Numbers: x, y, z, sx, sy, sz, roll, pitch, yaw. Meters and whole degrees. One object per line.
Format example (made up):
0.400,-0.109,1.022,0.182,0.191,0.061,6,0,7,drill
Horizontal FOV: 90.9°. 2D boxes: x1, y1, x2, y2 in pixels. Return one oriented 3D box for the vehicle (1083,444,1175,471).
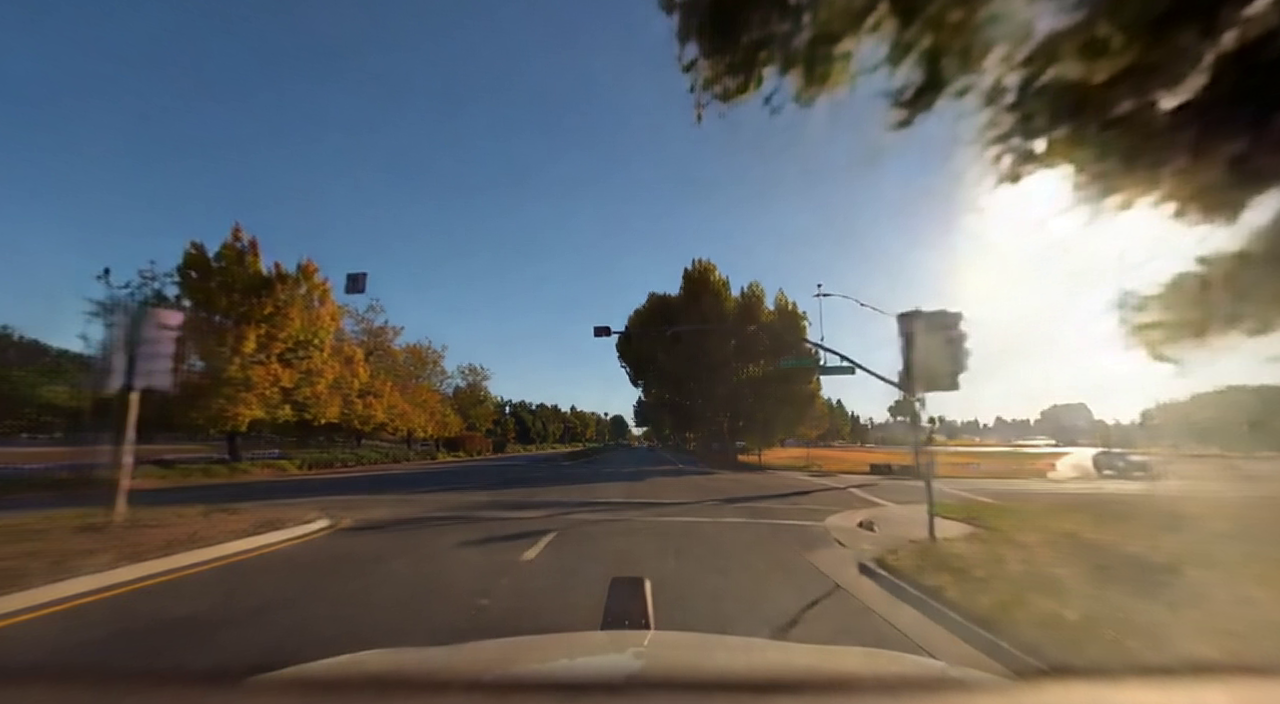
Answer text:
28.366,6.098,36.759,1.783,1.461,4.311,0,-8,-2,vehicle
